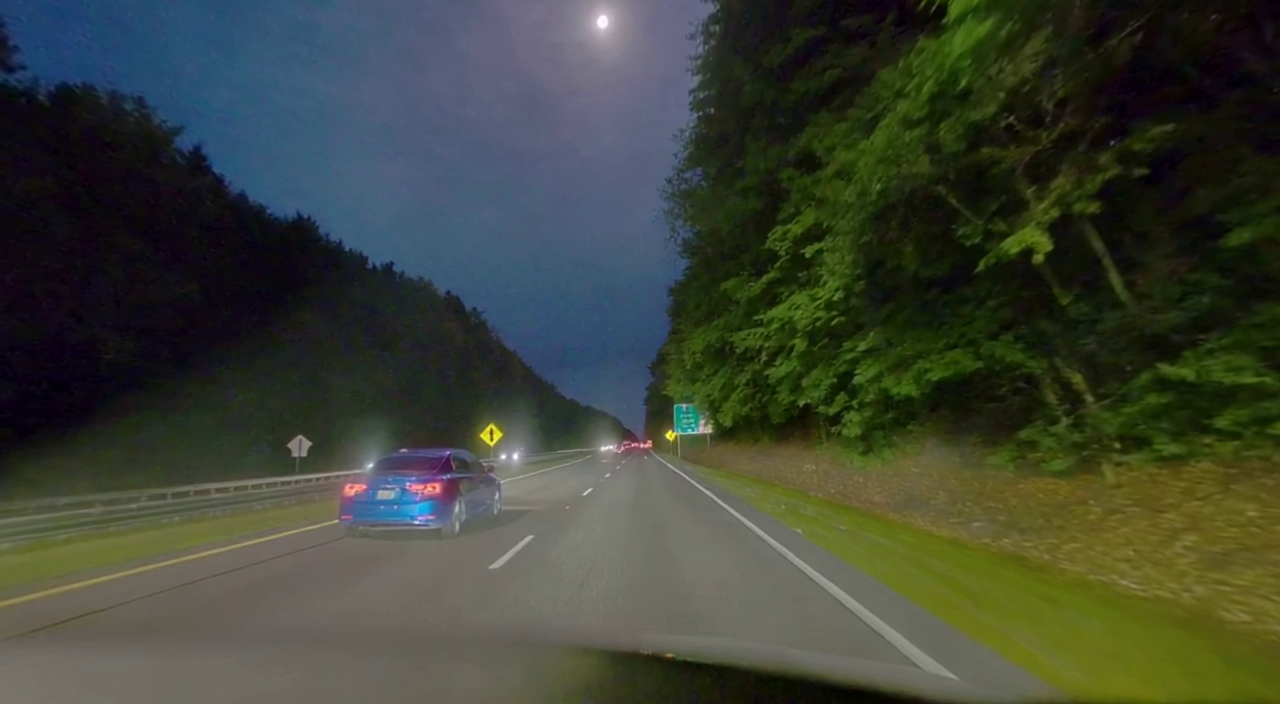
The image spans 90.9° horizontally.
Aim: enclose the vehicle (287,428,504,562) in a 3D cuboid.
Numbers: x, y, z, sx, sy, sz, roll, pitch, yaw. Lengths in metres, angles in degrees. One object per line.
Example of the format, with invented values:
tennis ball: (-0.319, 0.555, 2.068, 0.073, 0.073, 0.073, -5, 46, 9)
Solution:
vehicle: (-3.231, 1.941, 9.167, 1.675, 1.537, 3.574, 0, -9, 1)
